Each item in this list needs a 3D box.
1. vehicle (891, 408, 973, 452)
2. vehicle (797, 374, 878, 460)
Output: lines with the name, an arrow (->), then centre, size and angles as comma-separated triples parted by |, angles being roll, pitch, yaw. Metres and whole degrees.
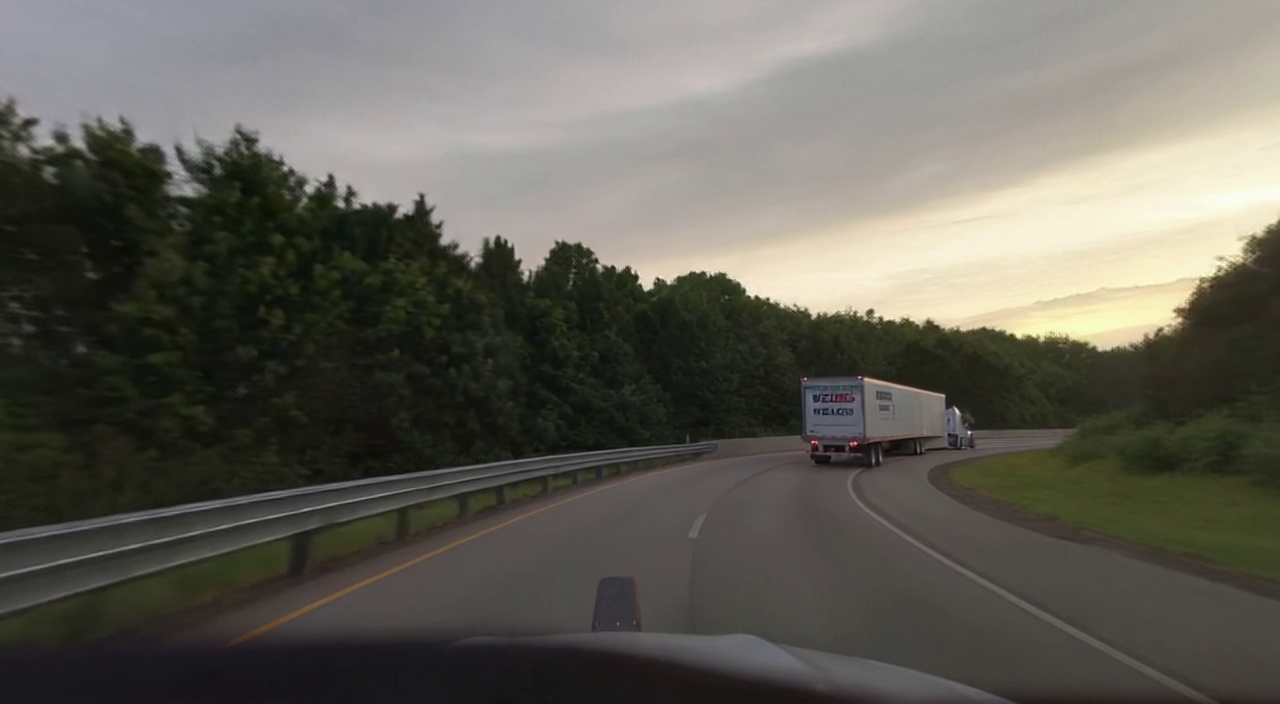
vehicle -> 18.154, 4.841, 38.848 | 6.650, 2.524, 2.120 | 7, -10, -43
vehicle -> 9.363, 3.121, 29.714 | 2.963, 3.771, 3.137 | -4, -9, 28
